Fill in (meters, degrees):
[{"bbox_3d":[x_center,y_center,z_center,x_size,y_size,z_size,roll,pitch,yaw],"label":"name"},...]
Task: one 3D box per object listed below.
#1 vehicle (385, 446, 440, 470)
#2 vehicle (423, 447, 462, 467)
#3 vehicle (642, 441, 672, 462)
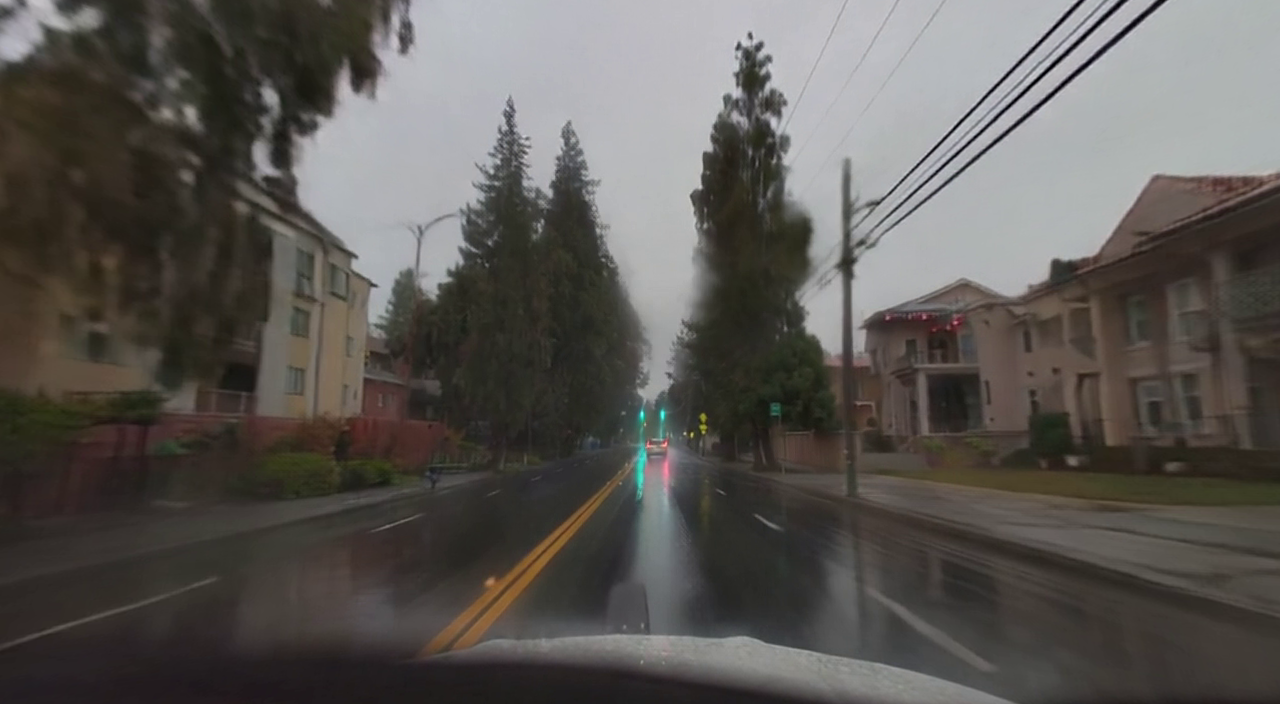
[{"bbox_3d":[-15.531,7.262,43.359,2.113,1.501,4.659,0,-9,-1],"label":"vehicle"},{"bbox_3d":[-15.326,8.120,49.106,1.692,1.477,3.902,0,-9,1],"label":"vehicle"},{"bbox_3d":[1.193,7.358,46.508,2.097,1.463,4.043,0,-9,0],"label":"vehicle"}]
